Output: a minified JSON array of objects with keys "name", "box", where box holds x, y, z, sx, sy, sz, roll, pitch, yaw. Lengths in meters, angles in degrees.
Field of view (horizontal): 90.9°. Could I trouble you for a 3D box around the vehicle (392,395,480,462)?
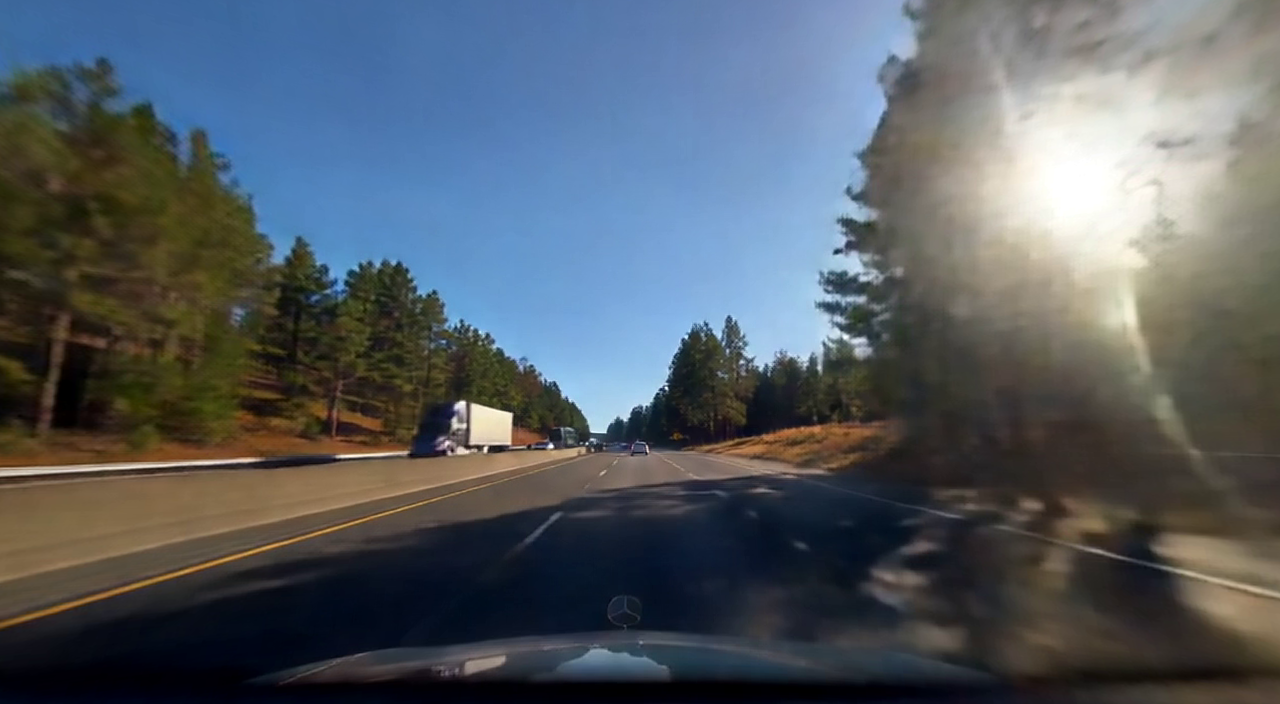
[{"name":"vehicle","box":[-13.323,5.189,42.125,3.009,4.018,8.498,0,-8,0]}]
